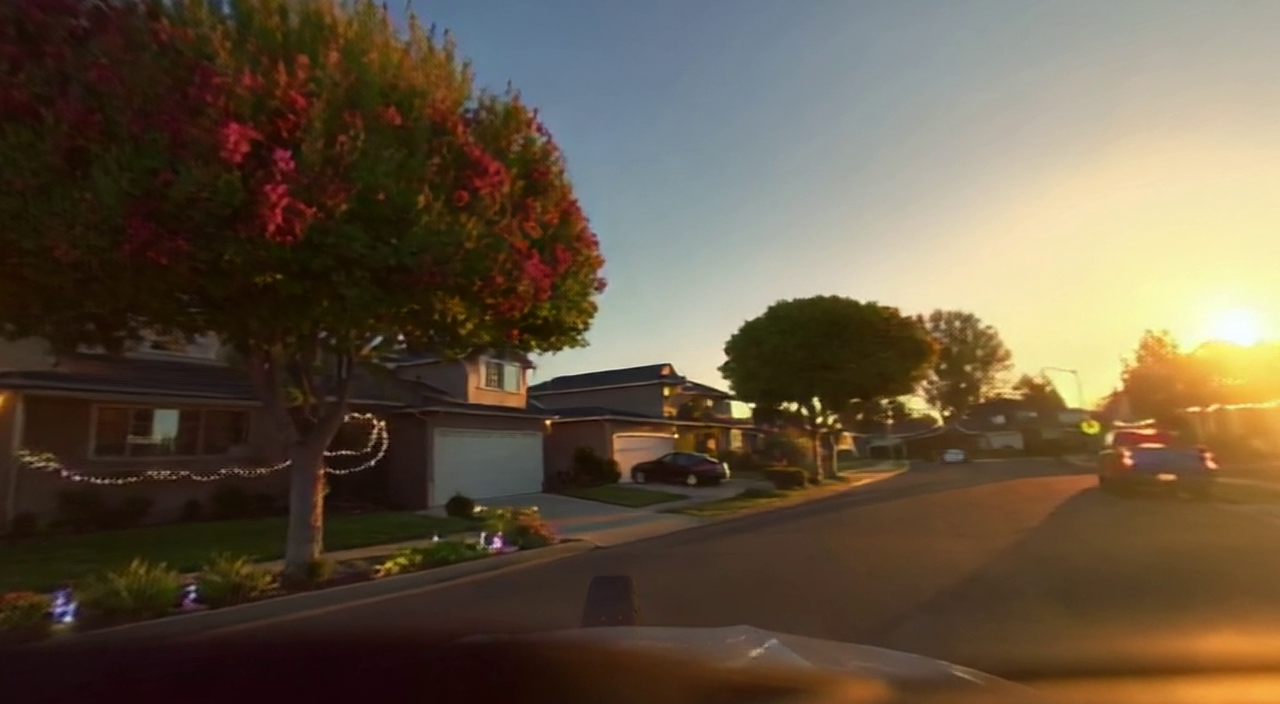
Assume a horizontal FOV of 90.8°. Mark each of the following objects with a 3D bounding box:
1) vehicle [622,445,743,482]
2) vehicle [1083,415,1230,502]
[{"bbox_3d":[1.797,4.775,27.304,4.916,1.485,1.807,-5,-10,28],"label":"vehicle"},{"bbox_3d":[14.136,2.911,17.732,2.552,2.024,5.414,-6,-10,34],"label":"vehicle"}]
